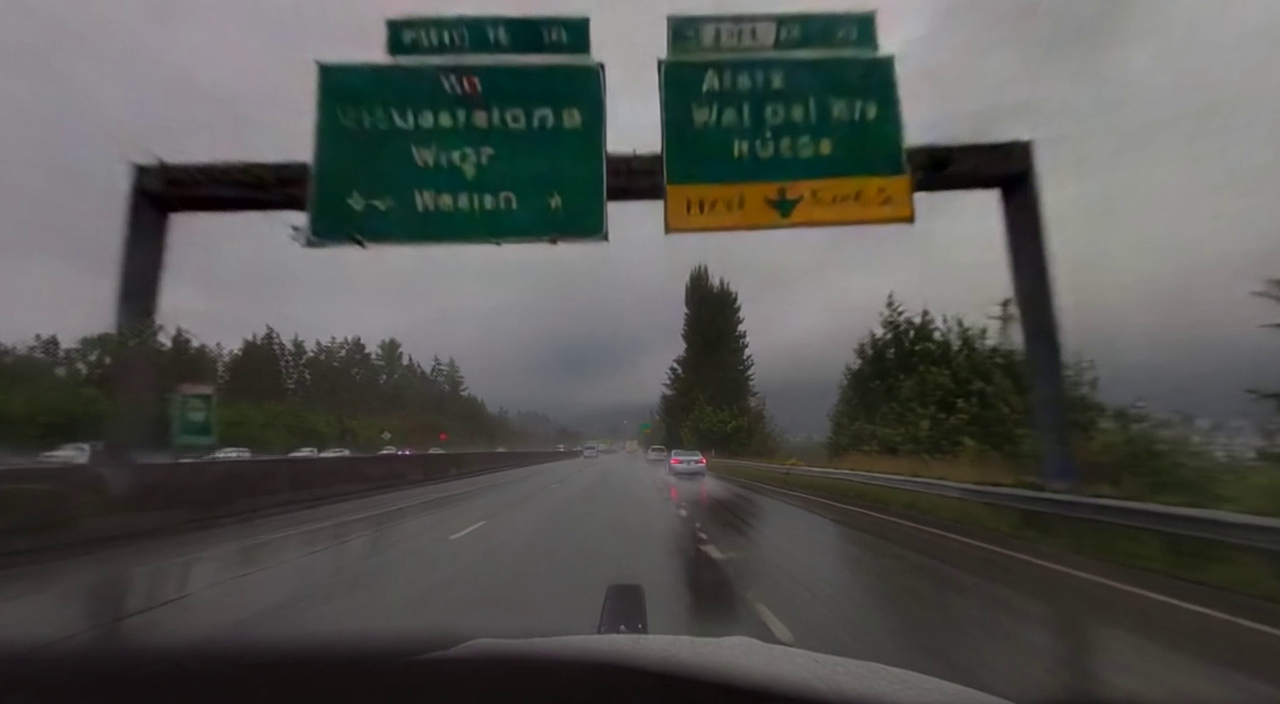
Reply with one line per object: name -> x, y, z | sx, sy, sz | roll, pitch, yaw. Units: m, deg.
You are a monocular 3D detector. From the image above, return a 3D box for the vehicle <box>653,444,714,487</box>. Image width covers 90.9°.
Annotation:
vehicle -> 1.547, 4.254, 23.821 | 1.960, 1.456, 3.818 | 0, -9, -1

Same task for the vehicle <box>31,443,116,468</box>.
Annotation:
vehicle -> -38.484, 7.044, 42.982 | 1.897, 1.595, 4.510 | 1, -9, -6
